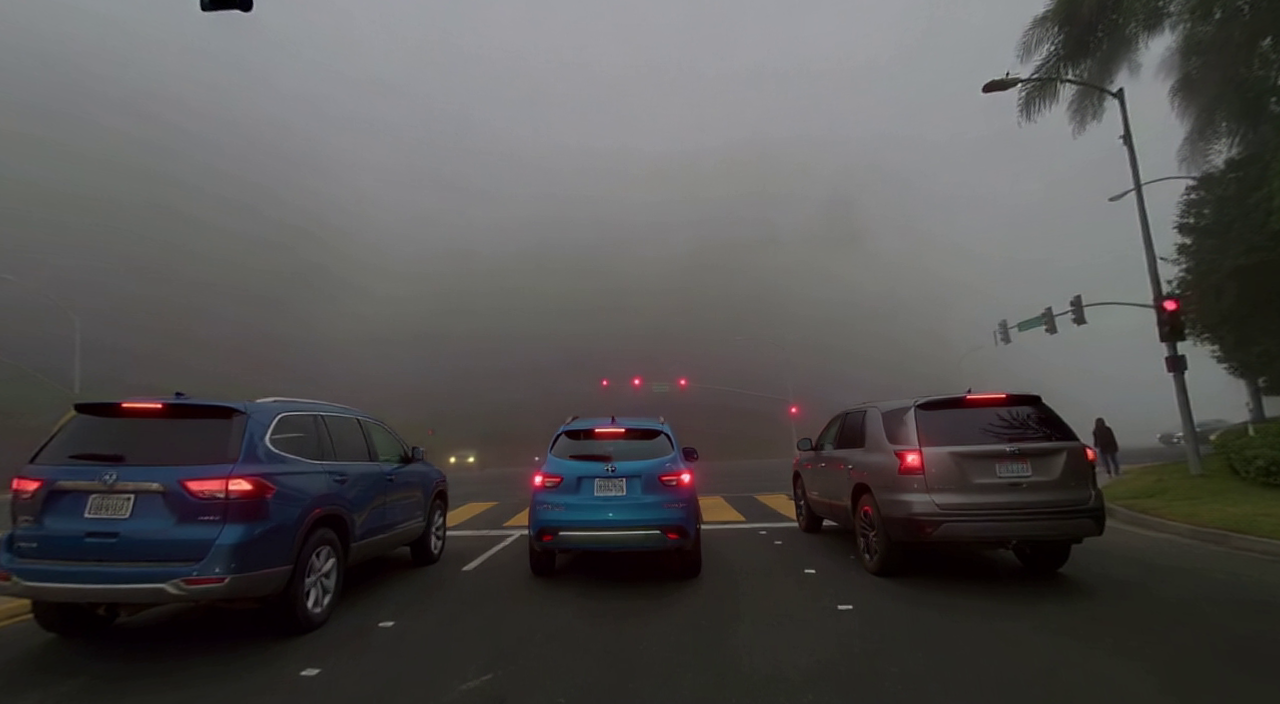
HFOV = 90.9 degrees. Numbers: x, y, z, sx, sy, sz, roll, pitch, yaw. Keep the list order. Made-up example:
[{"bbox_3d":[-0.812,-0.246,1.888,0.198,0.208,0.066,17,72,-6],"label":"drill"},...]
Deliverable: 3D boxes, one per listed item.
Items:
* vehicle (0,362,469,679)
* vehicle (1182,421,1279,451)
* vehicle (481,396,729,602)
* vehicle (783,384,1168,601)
[{"bbox_3d":[-3.280,1.284,5.899,2.047,1.810,4.414,0,-8,1],"label":"vehicle"},{"bbox_3d":[32.803,4.652,34.753,4.175,1.634,1.877,1,-8,-4],"label":"vehicle"},{"bbox_3d":[-0.239,1.515,7.319,2.067,1.702,3.987,0,-8,2],"label":"vehicle"},{"bbox_3d":[3.272,1.484,7.508,2.083,1.779,4.532,0,-8,0],"label":"vehicle"}]
